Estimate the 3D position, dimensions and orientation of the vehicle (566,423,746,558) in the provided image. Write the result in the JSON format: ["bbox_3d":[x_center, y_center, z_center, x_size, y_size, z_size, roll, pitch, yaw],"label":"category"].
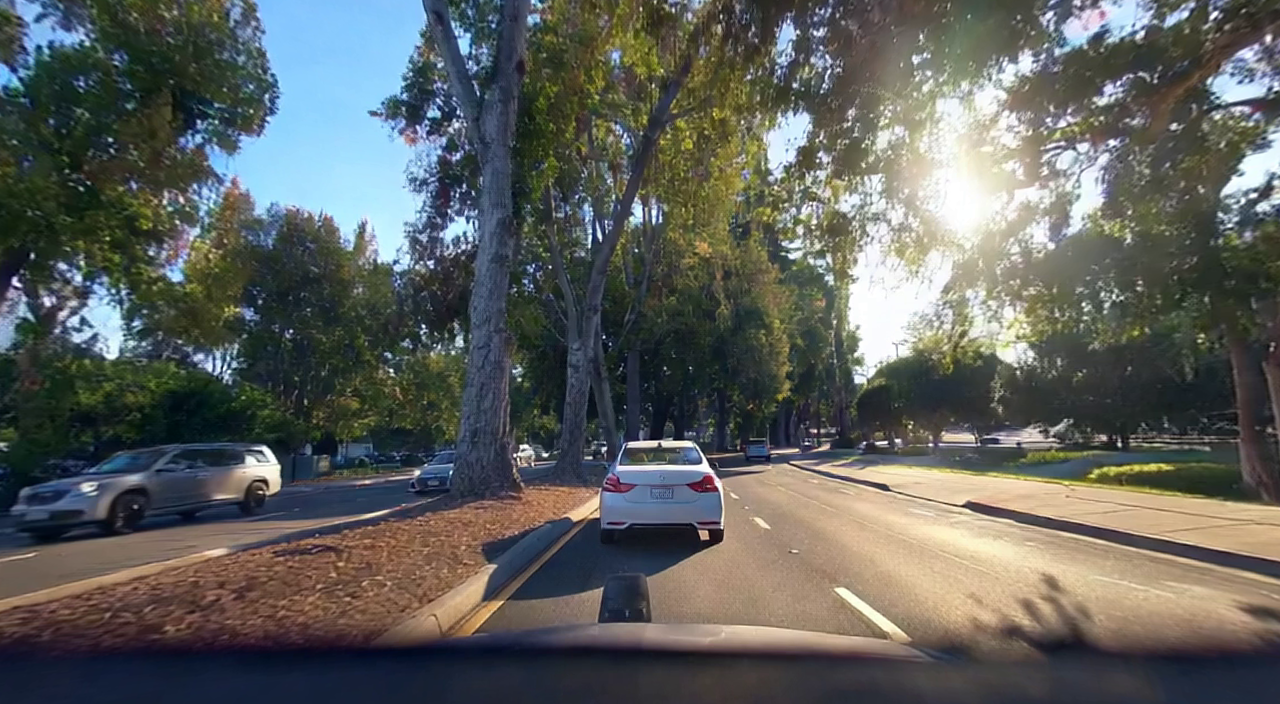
[{"bbox_3d":[0.213,1.953,9.611,2.154,1.585,3.997,-1,-8,1],"label":"vehicle"}]

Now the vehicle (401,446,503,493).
[{"bbox_3d":[-6.466,4.071,22.291,1.929,1.463,4.405,-1,-8,5],"label":"vehicle"}]

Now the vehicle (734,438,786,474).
[{"bbox_3d":[5.409,4.728,28.928,1.984,1.507,4.359,-1,-8,6],"label":"vehicle"}]

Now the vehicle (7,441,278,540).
[{"bbox_3d":[-10.549,2.902,14.008,2.124,1.793,4.574,-1,-8,3],"label":"vehicle"}]
